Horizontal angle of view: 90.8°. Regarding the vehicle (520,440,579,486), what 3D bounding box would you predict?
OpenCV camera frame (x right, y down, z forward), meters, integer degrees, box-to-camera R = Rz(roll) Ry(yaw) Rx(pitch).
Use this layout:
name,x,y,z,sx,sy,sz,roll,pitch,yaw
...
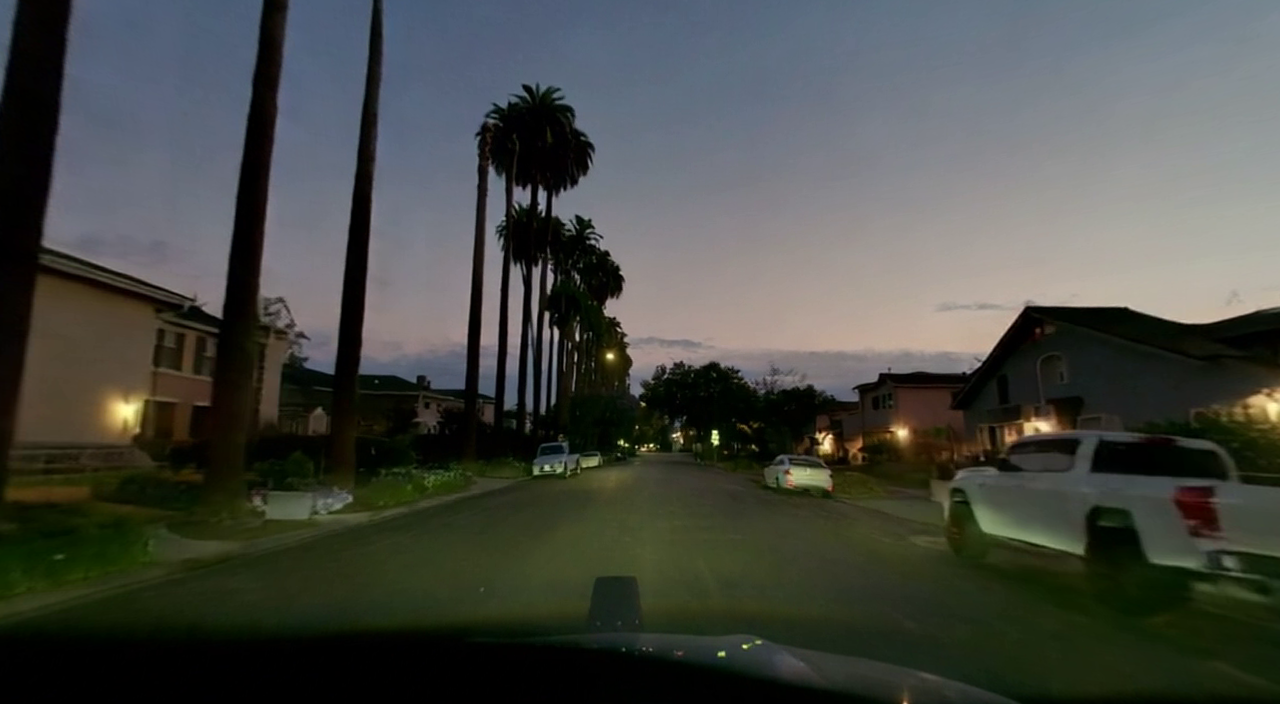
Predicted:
name,x,y,z,sx,sy,sz,roll,pitch,yaw
vehicle,-4.191,5.212,30.034,2.149,1.877,5.082,-2,-9,-1

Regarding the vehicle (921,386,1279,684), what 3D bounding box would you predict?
name,x,y,z,sx,sy,sz,roll,pitch,yaw
vehicle,5.072,1.547,6.440,2.131,1.824,5.229,2,-9,1

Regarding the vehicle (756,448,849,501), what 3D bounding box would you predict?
name,x,y,z,sx,sy,sz,roll,pitch,yaw
vehicle,5.298,4.028,21.222,2.056,1.464,4.493,2,-9,2

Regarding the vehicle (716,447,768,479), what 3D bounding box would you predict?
name,x,y,z,sx,sy,sz,roll,pitch,yaw
vehicle,5.318,5.826,33.538,1.991,1.554,4.501,0,-9,0
